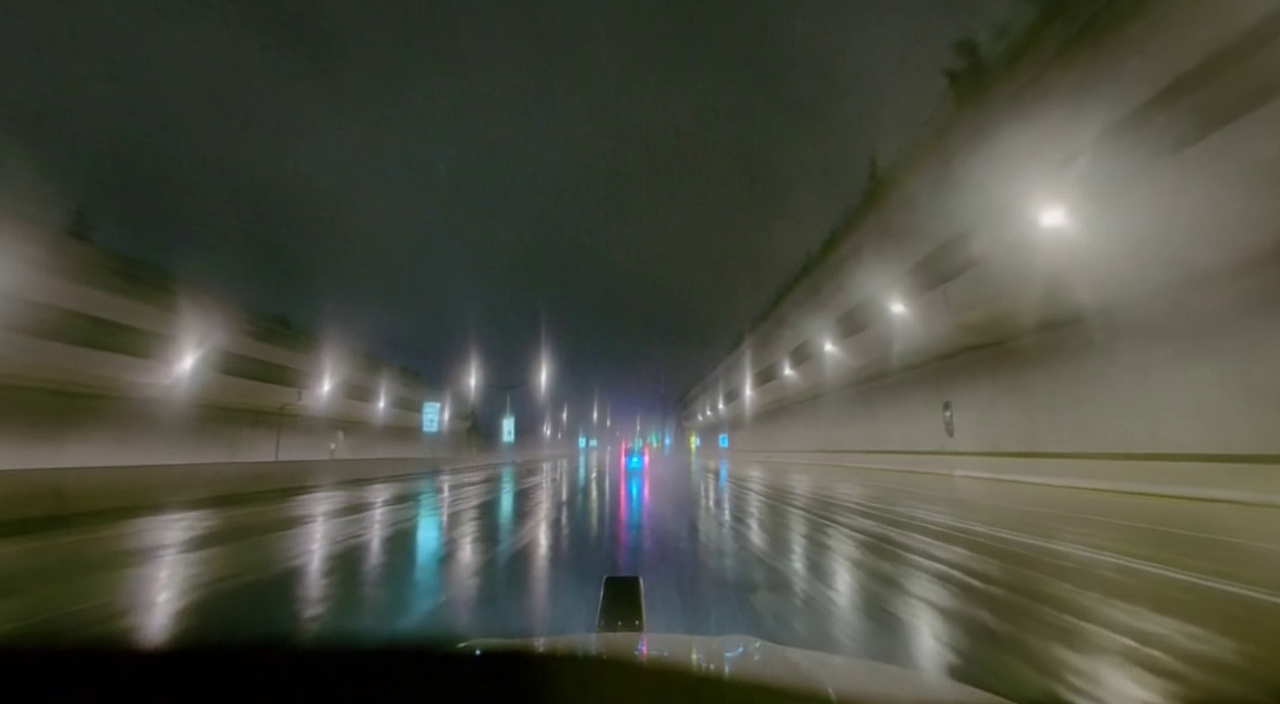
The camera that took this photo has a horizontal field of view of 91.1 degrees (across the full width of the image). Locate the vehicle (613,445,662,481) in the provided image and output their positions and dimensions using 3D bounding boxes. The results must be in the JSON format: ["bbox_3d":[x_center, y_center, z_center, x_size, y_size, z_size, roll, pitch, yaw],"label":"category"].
[{"bbox_3d":[-0.161,5.055,28.976,2.055,1.501,4.321,0,-9,-1],"label":"vehicle"}]
